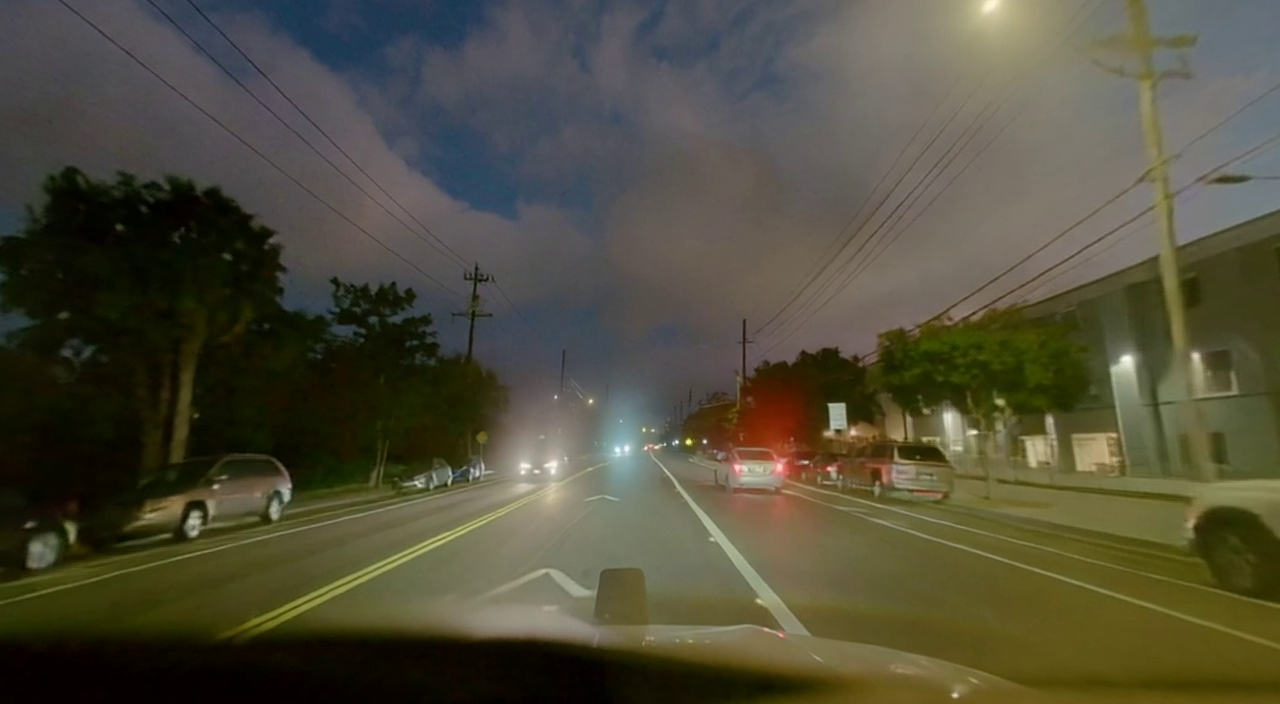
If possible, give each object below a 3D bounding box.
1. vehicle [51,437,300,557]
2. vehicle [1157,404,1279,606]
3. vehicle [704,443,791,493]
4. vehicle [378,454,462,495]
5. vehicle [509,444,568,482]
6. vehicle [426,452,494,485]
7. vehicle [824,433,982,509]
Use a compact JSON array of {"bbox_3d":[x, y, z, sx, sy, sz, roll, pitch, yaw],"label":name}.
[{"bbox_3d":[-9.480,2.916,13.503,1.981,1.975,4.534,-3,-8,-2],"label":"vehicle"},{"bbox_3d":[7.643,1.313,4.881,2.380,2.030,5.861,-1,-9,1],"label":"vehicle"},{"bbox_3d":[3.550,3.933,21.804,2.059,1.489,4.629,0,-9,-1],"label":"vehicle"},{"bbox_3d":[-9.355,5.220,27.214,1.944,1.524,4.404,-1,-8,1],"label":"vehicle"},{"bbox_3d":[-4.661,5.163,29.666,2.010,1.588,4.186,-1,-8,1],"label":"vehicle"},{"bbox_3d":[-9.179,5.969,32.592,2.117,1.474,4.740,-1,-8,0],"label":"vehicle"},{"bbox_3d":[7.725,3.555,19.473,2.250,1.935,6.052,0,-8,0],"label":"vehicle"}]
